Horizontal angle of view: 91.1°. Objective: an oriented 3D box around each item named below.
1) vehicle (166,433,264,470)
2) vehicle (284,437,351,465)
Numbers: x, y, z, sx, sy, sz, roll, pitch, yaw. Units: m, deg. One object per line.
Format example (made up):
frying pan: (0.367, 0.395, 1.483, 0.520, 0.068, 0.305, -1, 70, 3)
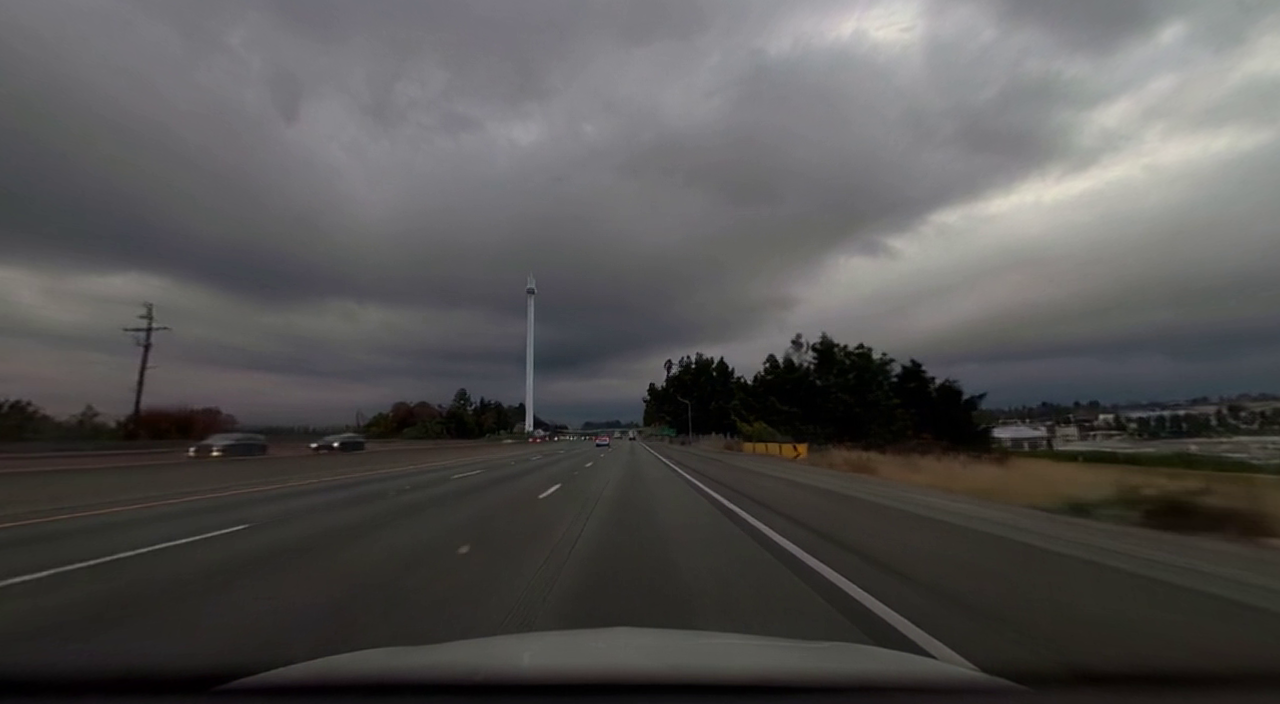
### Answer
vehicle: (-25.089, 5.849, 37.421, 2.162, 1.998, 5.306, 0, -8, -1)
vehicle: (-20.801, 6.366, 40.754, 1.986, 1.700, 4.426, 0, -8, 0)
